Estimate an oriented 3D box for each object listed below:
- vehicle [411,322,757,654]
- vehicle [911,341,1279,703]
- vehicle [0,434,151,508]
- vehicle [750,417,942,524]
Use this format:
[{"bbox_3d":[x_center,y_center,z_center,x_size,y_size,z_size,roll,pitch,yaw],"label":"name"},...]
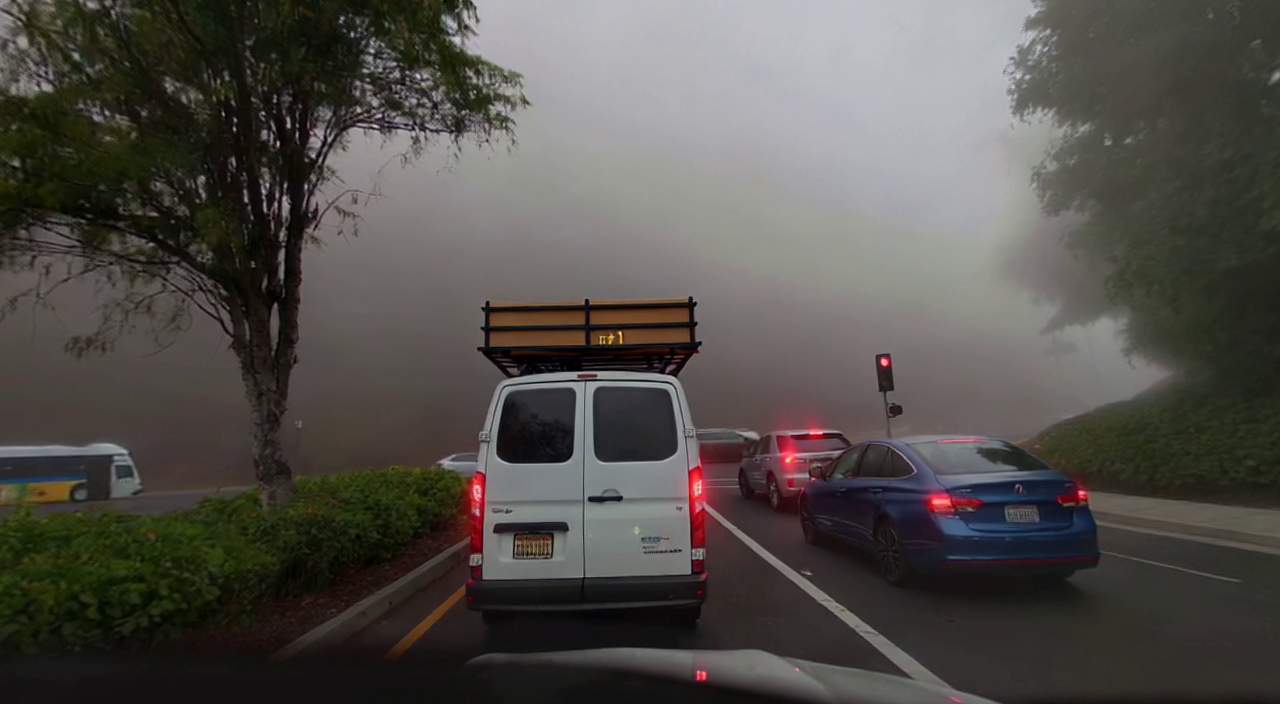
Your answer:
[{"bbox_3d":[-0.358,1.154,6.194,2.145,2.089,4.309,0,-9,0],"label":"vehicle"},{"bbox_3d":[3.451,0.938,3.397,1.965,1.671,4.146,0,-9,-3],"label":"vehicle"},{"bbox_3d":[-29.212,5.346,28.161,11.969,3.012,2.786,-1,-8,-4],"label":"vehicle"},{"bbox_3d":[3.677,2.212,12.266,2.024,1.692,4.252,1,-9,-4],"label":"vehicle"}]
